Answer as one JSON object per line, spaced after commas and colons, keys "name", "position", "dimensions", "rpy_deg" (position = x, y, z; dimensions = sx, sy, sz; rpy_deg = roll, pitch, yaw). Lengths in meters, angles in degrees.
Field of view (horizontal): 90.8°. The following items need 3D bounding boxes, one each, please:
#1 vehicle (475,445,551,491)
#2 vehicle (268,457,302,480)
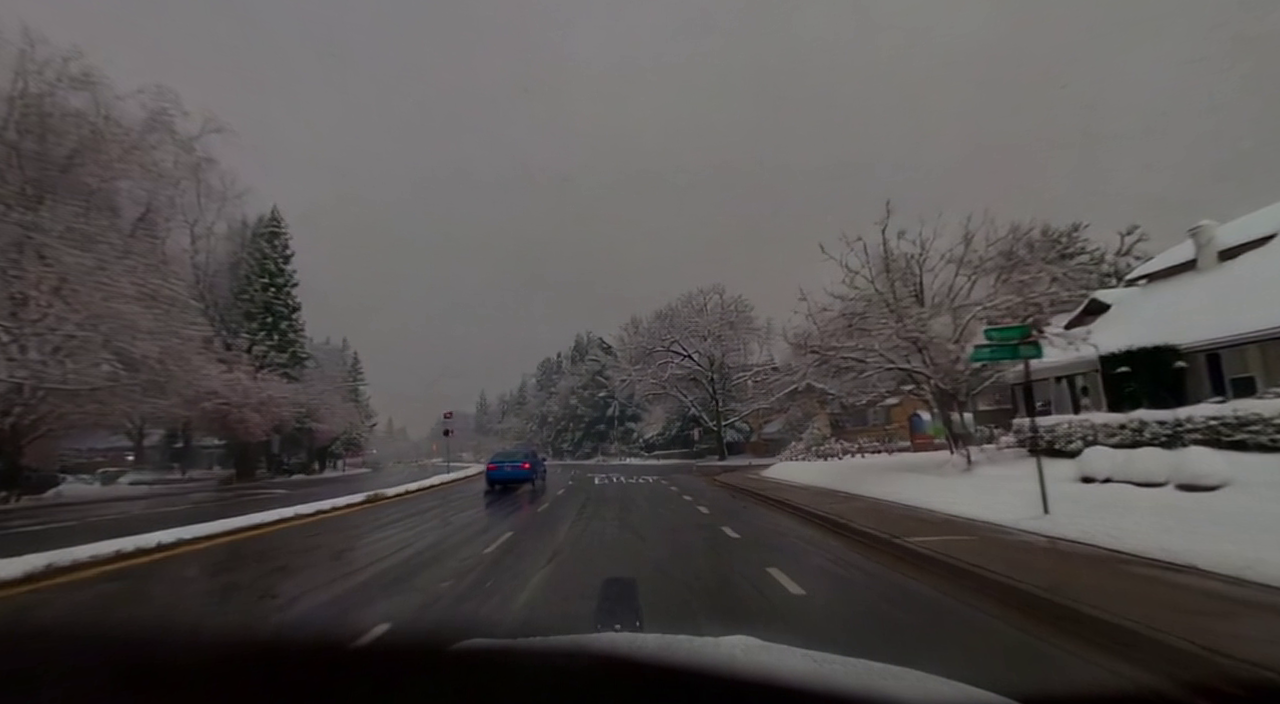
{"name": "vehicle", "position": [-4.515, 4.169, 23.144], "dimensions": [1.980, 1.508, 4.502], "rpy_deg": [0, -8, -2]}
{"name": "vehicle", "position": [-28.004, 9.166, 49.950], "dimensions": [1.723, 1.569, 4.694], "rpy_deg": [3, -9, -22]}
